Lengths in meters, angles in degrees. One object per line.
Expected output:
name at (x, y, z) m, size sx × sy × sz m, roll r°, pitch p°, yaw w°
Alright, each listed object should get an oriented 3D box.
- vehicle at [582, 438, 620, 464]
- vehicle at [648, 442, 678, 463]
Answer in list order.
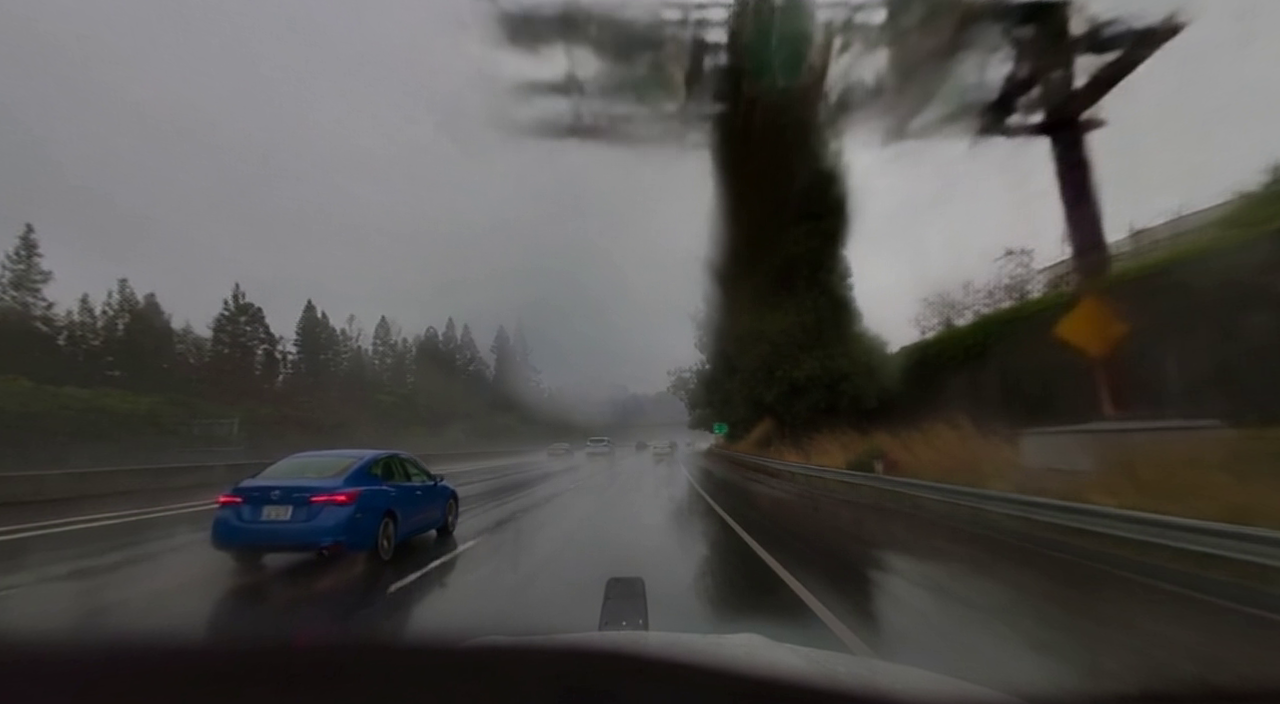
vehicle at (-2.612, 6.776, 43.307) m, size 2.071 × 1.716 × 4.363 m, roll 0°, pitch -8°, yaw 4°
vehicle at (1.691, 7.233, 45.620) m, size 2.113 × 1.464 × 4.073 m, roll 0°, pitch -8°, yaw 3°
